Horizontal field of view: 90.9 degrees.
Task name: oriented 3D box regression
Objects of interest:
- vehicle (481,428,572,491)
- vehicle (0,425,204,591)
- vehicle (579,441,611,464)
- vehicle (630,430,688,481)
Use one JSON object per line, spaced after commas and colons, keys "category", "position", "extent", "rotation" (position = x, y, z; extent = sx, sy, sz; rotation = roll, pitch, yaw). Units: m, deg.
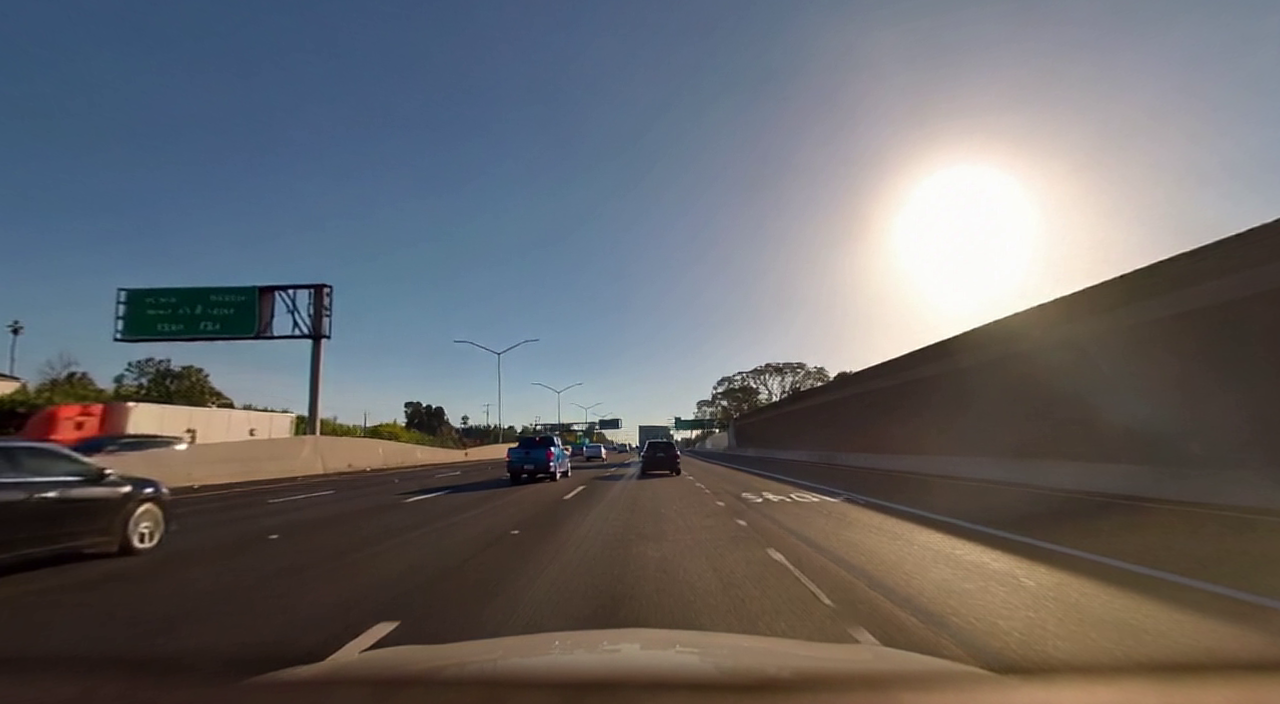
{"category": "vehicle", "position": [-3.598, 3.528, 21.030], "extent": [1.954, 1.792, 5.187], "rotation": [0, -9, 1]}
{"category": "vehicle", "position": [-7.247, 1.538, 6.230], "extent": [1.978, 1.597, 5.358], "rotation": [0, -8, 1]}
{"category": "vehicle", "position": [-3.301, 7.480, 47.096], "extent": [1.961, 1.591, 4.756], "rotation": [0, -8, 1]}
{"category": "vehicle", "position": [0.740, 4.085, 25.151], "extent": [2.083, 1.792, 4.782], "rotation": [0, -8, 1]}
